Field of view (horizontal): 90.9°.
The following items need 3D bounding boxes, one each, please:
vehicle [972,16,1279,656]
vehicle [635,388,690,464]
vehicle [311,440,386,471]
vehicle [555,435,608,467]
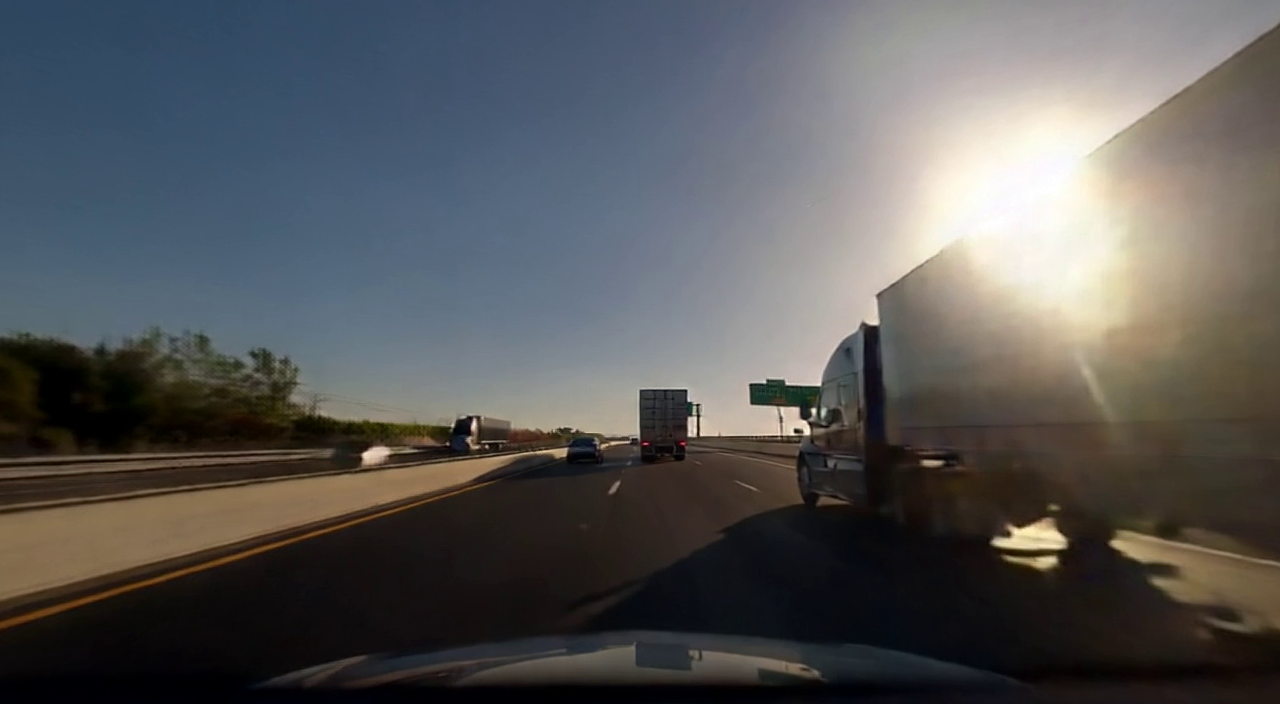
[{"bbox_3d":[5.468,-0.188,3.316,2.873,3.998,8.286,0,-8,0],"label":"vehicle"},{"bbox_3d":[1.364,4.864,40.682,2.966,4.072,13.408,0,-8,1],"label":"vehicle"},{"bbox_3d":[-14.700,5.206,32.023,1.924,1.440,3.790,0,-8,1],"label":"vehicle"},{"bbox_3d":[-2.976,5.182,33.319,2.208,1.542,5.138,0,-8,1],"label":"vehicle"}]
